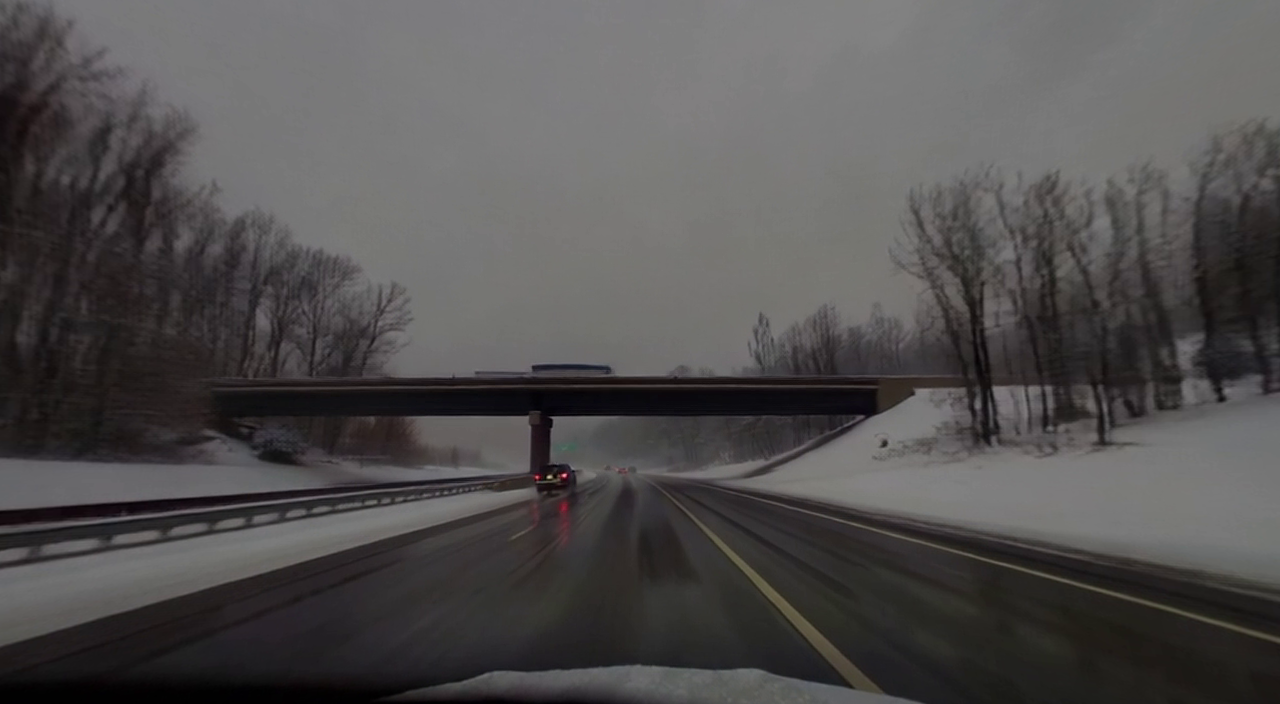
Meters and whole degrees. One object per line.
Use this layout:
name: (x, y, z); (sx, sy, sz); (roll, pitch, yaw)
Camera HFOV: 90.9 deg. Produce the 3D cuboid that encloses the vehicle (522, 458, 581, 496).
vehicle: (-4.399, 6.322, 32.034); (2.286, 1.757, 5.057); (1, -11, 0)
